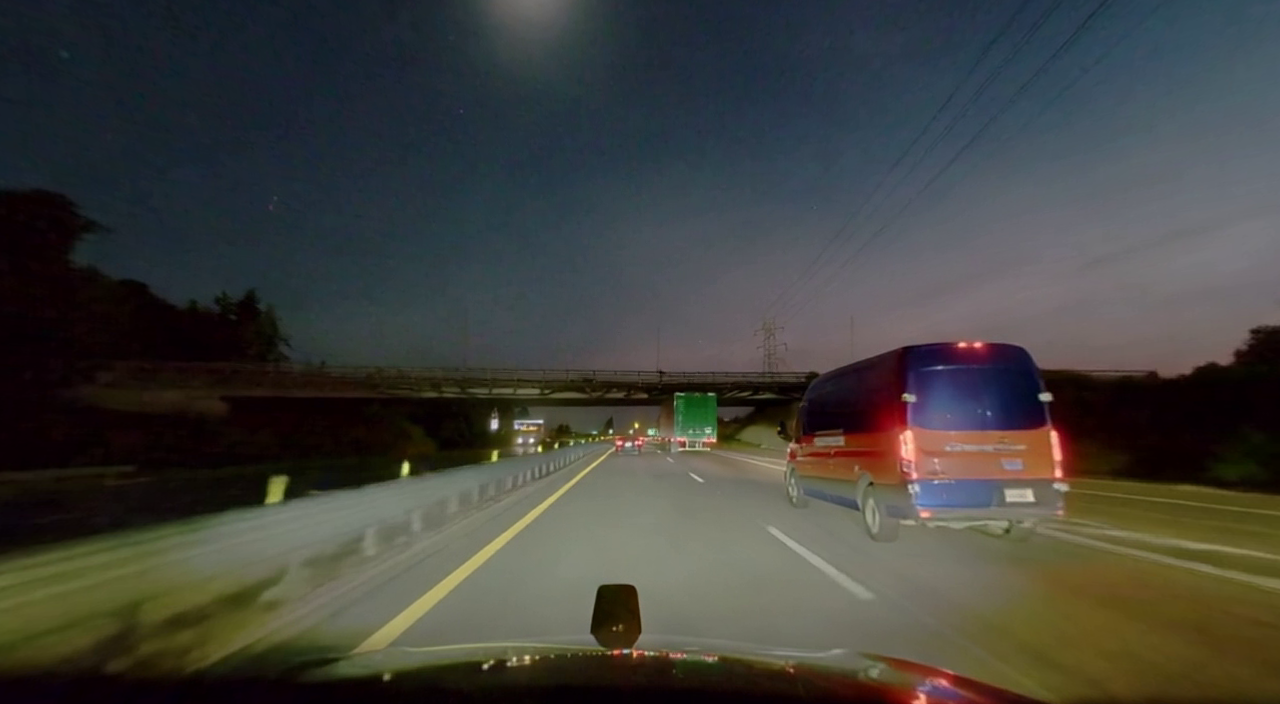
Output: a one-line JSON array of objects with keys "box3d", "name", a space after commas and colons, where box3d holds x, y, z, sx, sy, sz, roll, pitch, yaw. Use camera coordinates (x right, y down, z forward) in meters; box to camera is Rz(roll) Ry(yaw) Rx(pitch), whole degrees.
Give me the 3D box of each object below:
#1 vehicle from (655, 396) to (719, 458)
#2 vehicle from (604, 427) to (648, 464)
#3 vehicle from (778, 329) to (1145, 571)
[{"box3d": [3.019, 5.555, 45.875, 3.096, 3.759, 15.119, 0, -8, -2], "name": "vehicle"}, {"box3d": [-0.718, 4.647, 31.479, 2.073, 1.750, 4.116, 0, -8, -2], "name": "vehicle"}, {"box3d": [3.946, 1.363, 9.317, 2.387, 2.506, 5.374, 0, -8, -2], "name": "vehicle"}]
